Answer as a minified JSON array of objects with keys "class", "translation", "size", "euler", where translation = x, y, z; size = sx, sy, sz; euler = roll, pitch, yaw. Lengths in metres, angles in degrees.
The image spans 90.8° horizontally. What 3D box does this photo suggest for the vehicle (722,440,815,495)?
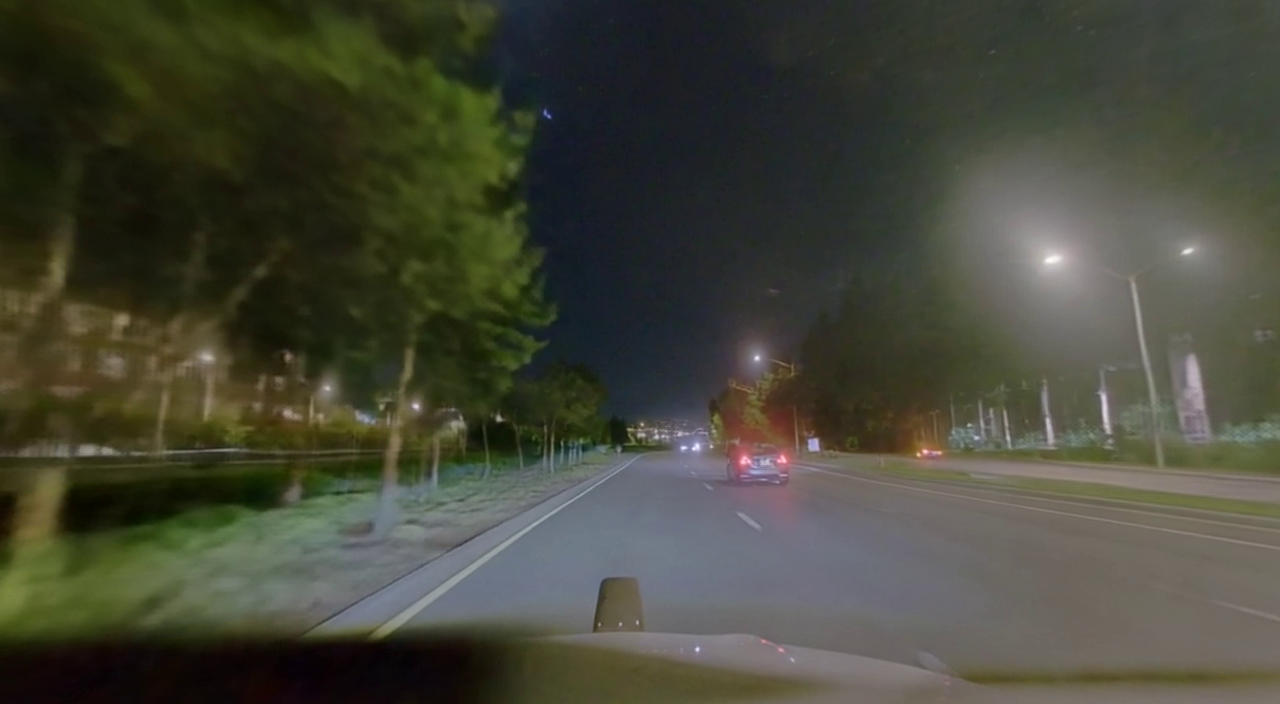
[{"class":"vehicle","translation":[3.783,3.475,19.418],"size":[1.928,1.481,4.453],"euler":[0,-9,0]}]
